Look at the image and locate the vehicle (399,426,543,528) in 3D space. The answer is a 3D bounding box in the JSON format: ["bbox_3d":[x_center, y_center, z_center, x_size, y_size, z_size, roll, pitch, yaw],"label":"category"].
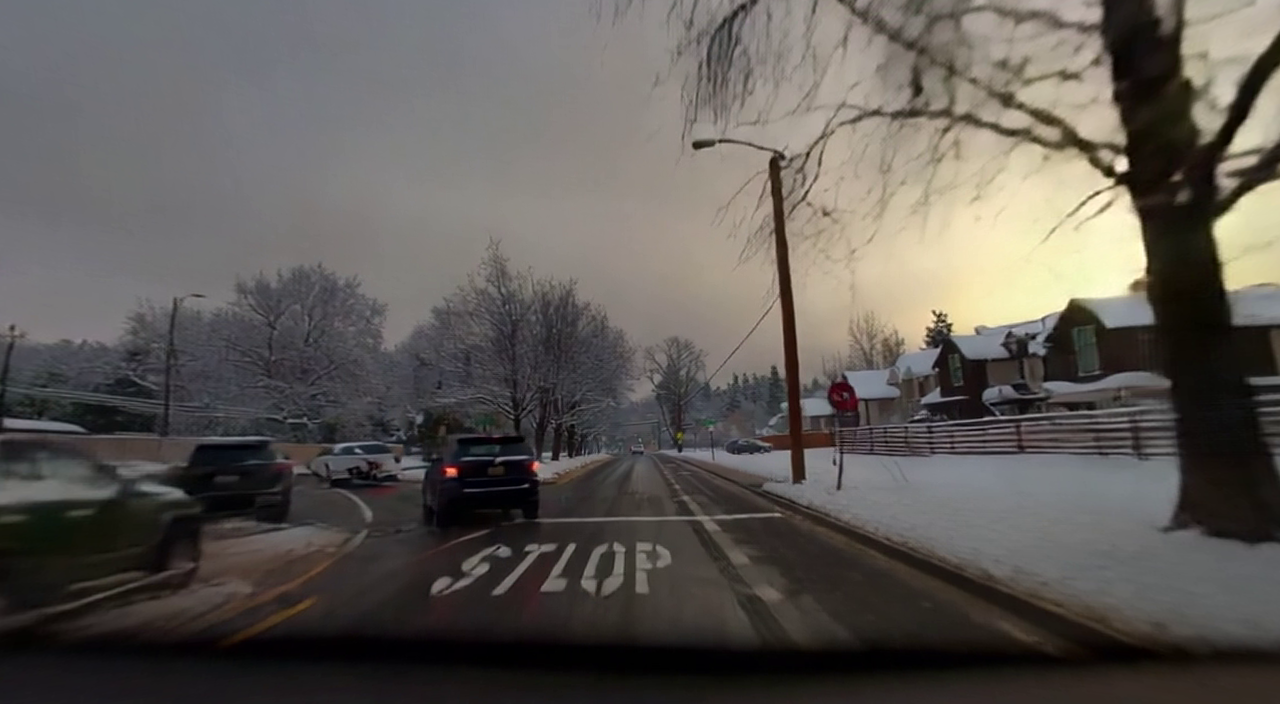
[{"bbox_3d":[-3.565,2.394,12.643,2.290,1.653,4.127,3,-9,-21],"label":"vehicle"}]

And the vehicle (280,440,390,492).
[{"bbox_3d":[-11.511,4.218,23.617,4.240,1.755,2.108,-7,-11,41],"label":"vehicle"}]

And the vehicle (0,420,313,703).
[{"bbox_3d":[-4.821,1.429,5.173,2.151,1.578,5.036,1,-8,-8],"label":"vehicle"}]
